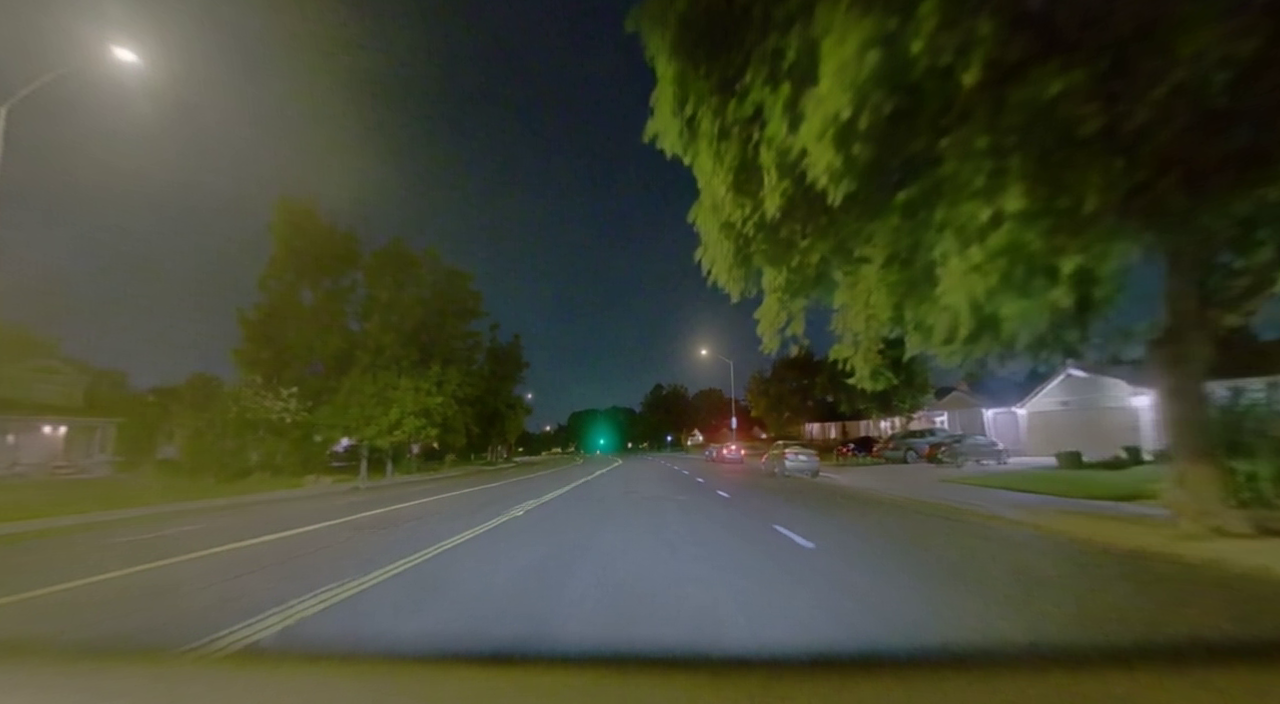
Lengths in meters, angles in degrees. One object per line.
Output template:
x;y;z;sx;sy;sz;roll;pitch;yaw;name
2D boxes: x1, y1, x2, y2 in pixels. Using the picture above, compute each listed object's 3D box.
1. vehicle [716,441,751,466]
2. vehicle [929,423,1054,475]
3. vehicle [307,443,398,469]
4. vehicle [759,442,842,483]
6.918;7.575;47.244;1.996;1.745;4.556;-1;-8;2;vehicle
13.358;3.759;24.443;1.978;1.738;4.734;-2;-9;-1;vehicle
-21.128;7.660;46.563;5.659;1.769;2.073;0;-8;-2;vehicle
6.524;4.537;26.337;2.042;1.511;5.029;0;-8;-2;vehicle
